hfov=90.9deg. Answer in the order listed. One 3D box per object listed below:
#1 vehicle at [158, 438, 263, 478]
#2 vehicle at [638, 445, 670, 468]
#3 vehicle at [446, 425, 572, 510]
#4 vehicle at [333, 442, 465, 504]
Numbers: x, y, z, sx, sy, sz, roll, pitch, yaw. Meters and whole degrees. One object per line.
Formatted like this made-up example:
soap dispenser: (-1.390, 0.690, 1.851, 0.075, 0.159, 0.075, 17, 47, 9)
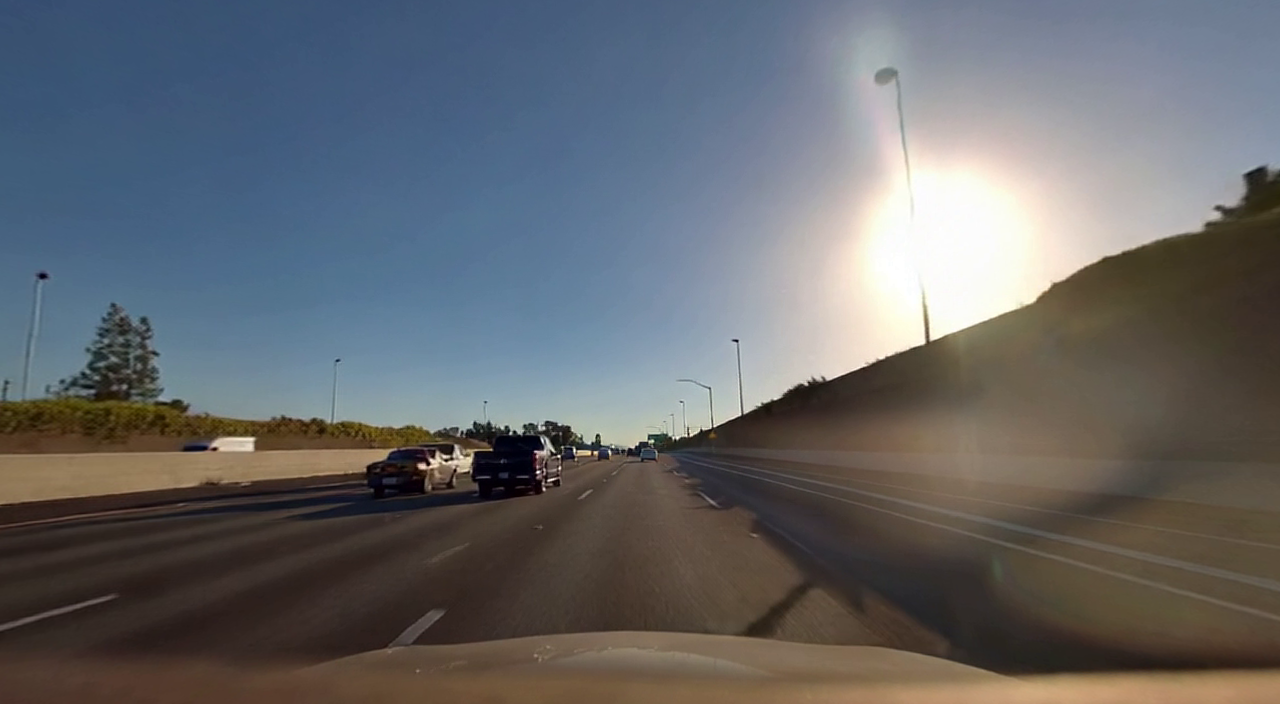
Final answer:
vehicle: (-25.584, 6.312, 37.900, 2.529, 2.189, 5.220, -1, -8, 1)
vehicle: (0.954, 7.165, 43.596, 2.073, 1.480, 4.343, -1, -8, 1)
vehicle: (-3.088, 2.846, 16.042, 2.124, 1.787, 4.830, -1, -8, 1)
vehicle: (-6.456, 3.254, 17.512, 1.887, 1.475, 4.316, -1, -8, 1)
